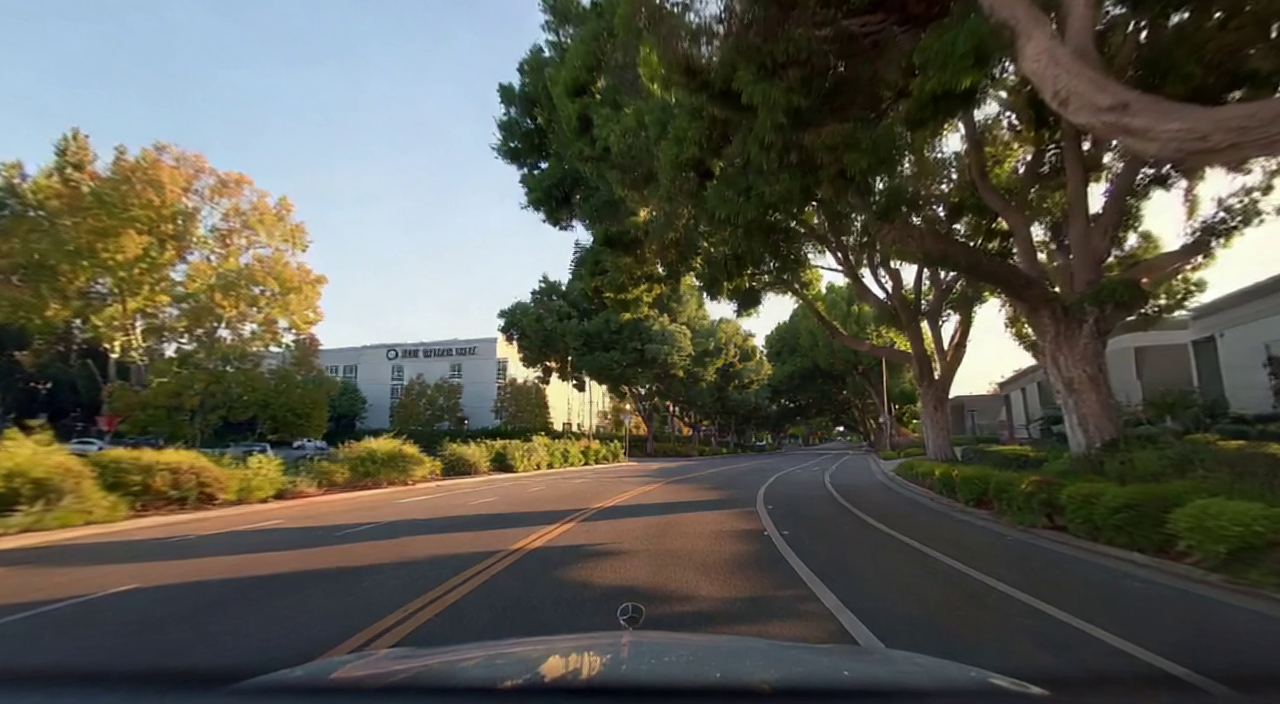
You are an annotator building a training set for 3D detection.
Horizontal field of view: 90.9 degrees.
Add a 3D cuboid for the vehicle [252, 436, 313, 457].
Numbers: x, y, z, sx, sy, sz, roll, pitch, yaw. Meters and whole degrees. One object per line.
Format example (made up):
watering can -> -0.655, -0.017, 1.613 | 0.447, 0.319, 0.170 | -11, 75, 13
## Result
vehicle -> -25.879, 6.902, 45.734 | 1.680, 1.413, 3.616 | -4, -10, 16
